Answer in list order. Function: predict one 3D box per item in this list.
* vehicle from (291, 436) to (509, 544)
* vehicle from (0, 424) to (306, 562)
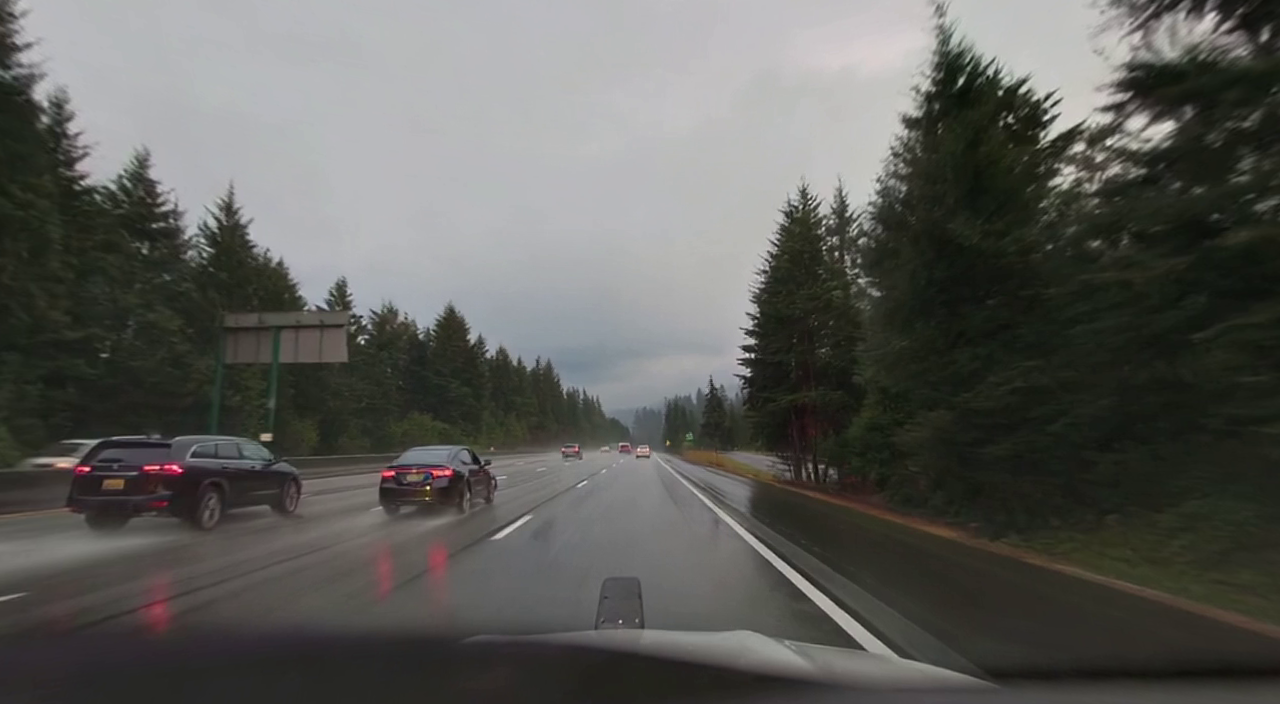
[{"bbox_3d":[-4.010,2.381,11.600,2.104,1.558,4.639,0,-9,1],"label":"vehicle"},{"bbox_3d":[-7.259,1.984,9.590,2.007,1.616,4.141,0,-9,1],"label":"vehicle"}]
